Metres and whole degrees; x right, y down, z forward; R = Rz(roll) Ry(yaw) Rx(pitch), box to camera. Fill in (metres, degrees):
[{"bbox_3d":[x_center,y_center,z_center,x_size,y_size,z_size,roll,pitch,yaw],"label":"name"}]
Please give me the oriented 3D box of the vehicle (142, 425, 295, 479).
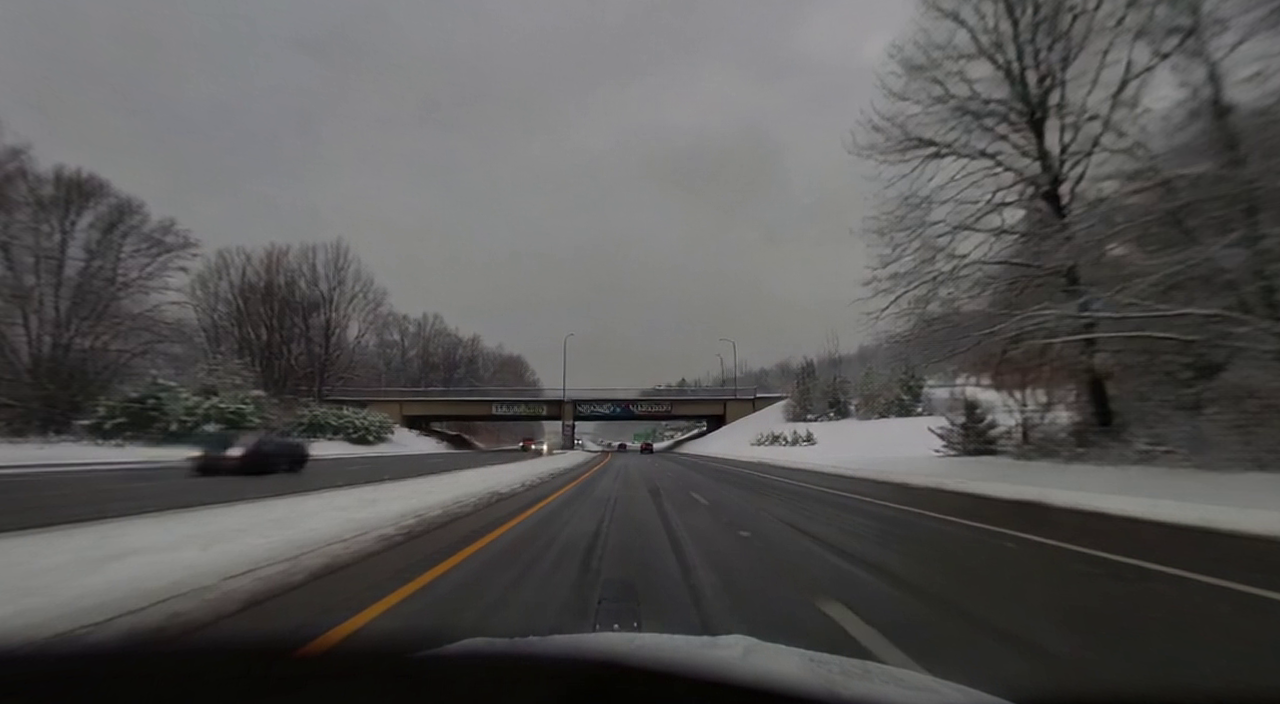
[{"bbox_3d":[-12.680,3.063,19.247,1.890,1.476,4.050,0,-9,-1],"label":"vehicle"}]
